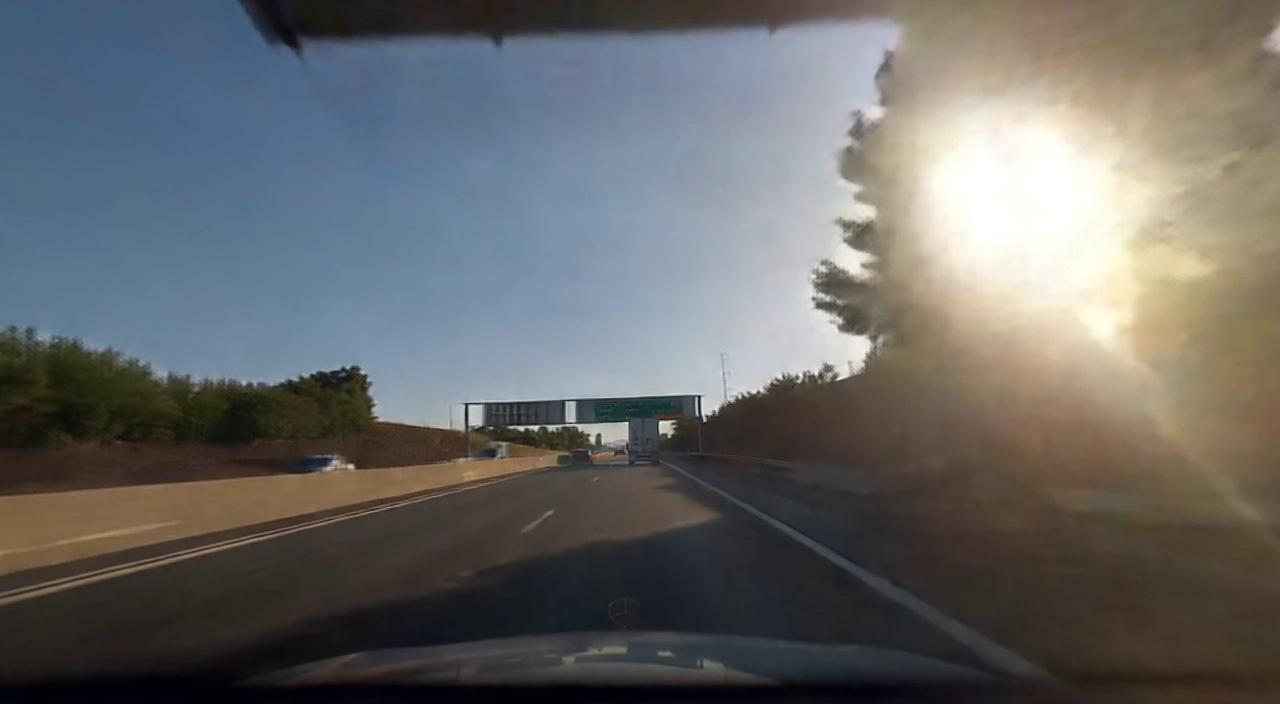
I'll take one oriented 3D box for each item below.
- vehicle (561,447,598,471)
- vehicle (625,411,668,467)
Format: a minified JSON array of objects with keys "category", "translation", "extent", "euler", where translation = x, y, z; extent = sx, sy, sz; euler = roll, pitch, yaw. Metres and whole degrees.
[{"category":"vehicle","translation":[-4.047,7.245,42.904],"extent":[2.053,1.523,4.450],"euler":[0,-9,0]},{"category":"vehicle","translation":[0.318,6.717,48.168],"extent":[2.864,3.805,9.500],"euler":[0,-9,-2]}]
